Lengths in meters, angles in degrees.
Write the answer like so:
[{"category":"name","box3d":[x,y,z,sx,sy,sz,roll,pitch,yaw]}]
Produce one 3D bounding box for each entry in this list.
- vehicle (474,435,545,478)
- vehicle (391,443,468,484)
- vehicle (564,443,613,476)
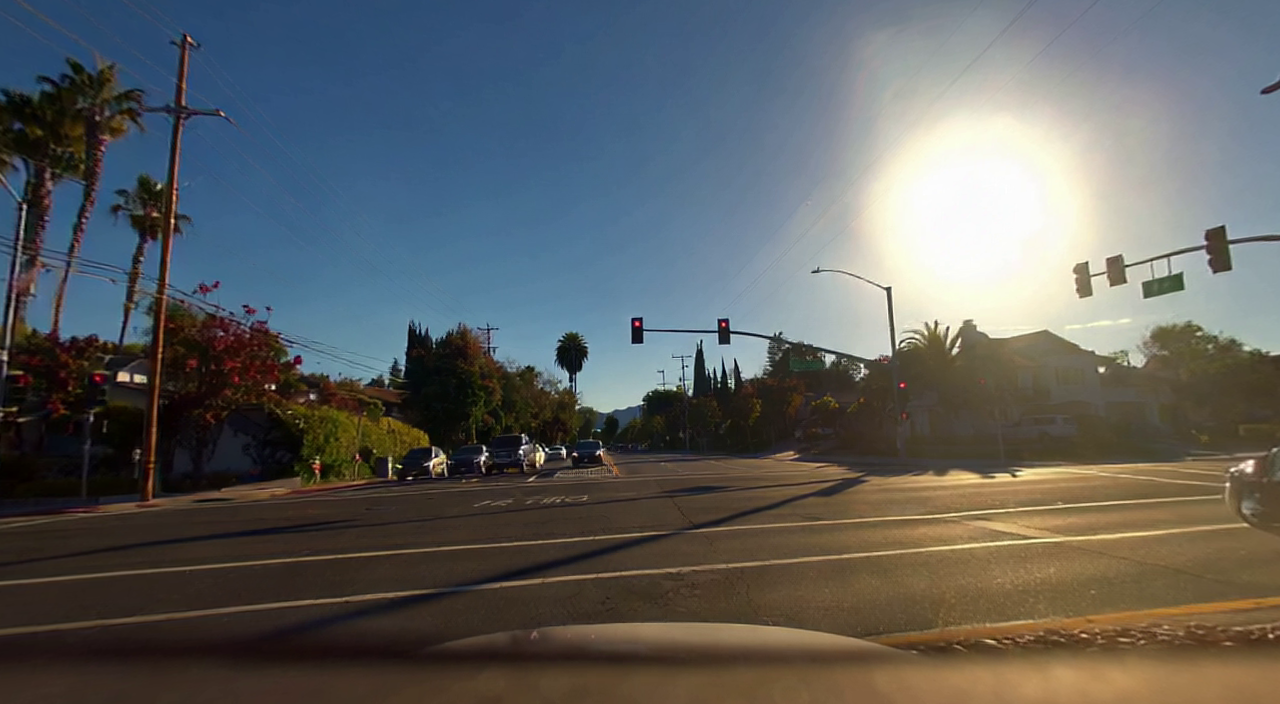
[{"category":"vehicle","box3d":[-6.411,5.221,31.764,2.479,1.977,5.254,0,-9,-1]},{"category":"vehicle","box3d":[-10.186,5.388,30.988,2.241,1.819,4.690,0,-9,-1]},{"category":"vehicle","box3d":[-2.435,5.212,30.925,2.174,1.477,4.805,0,-9,-2]}]
